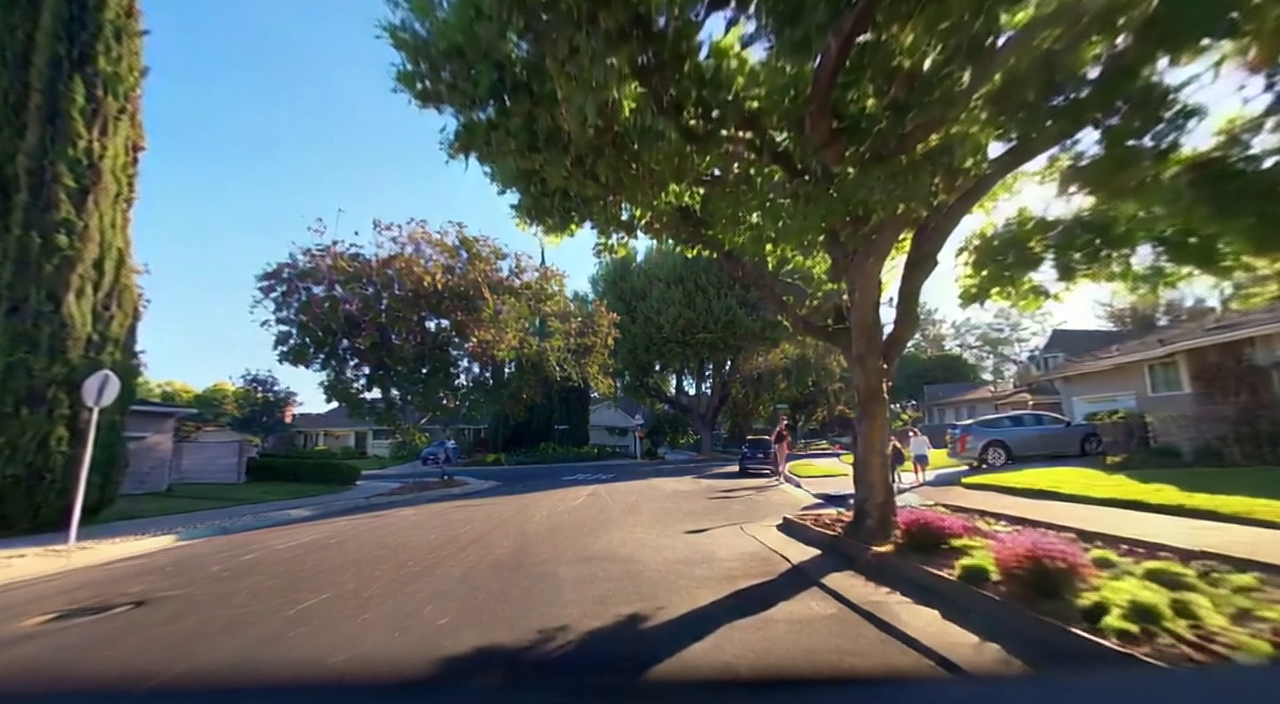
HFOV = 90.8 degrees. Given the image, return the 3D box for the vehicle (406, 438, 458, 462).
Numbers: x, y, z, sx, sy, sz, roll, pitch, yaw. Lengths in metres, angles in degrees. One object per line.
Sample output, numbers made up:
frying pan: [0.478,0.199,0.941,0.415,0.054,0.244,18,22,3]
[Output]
vehicle: [-16.168,7.613,49.406,2.021,1.798,4.491,-1,-8,8]

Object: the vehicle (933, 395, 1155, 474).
vehicle: [11.419,2.390,18.204,4.780,1.765,2.103,-5,-8,3]

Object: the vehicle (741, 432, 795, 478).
vehicle: [5.509,4.318,26.883,2.053,1.737,4.375,-2,-8,13]
